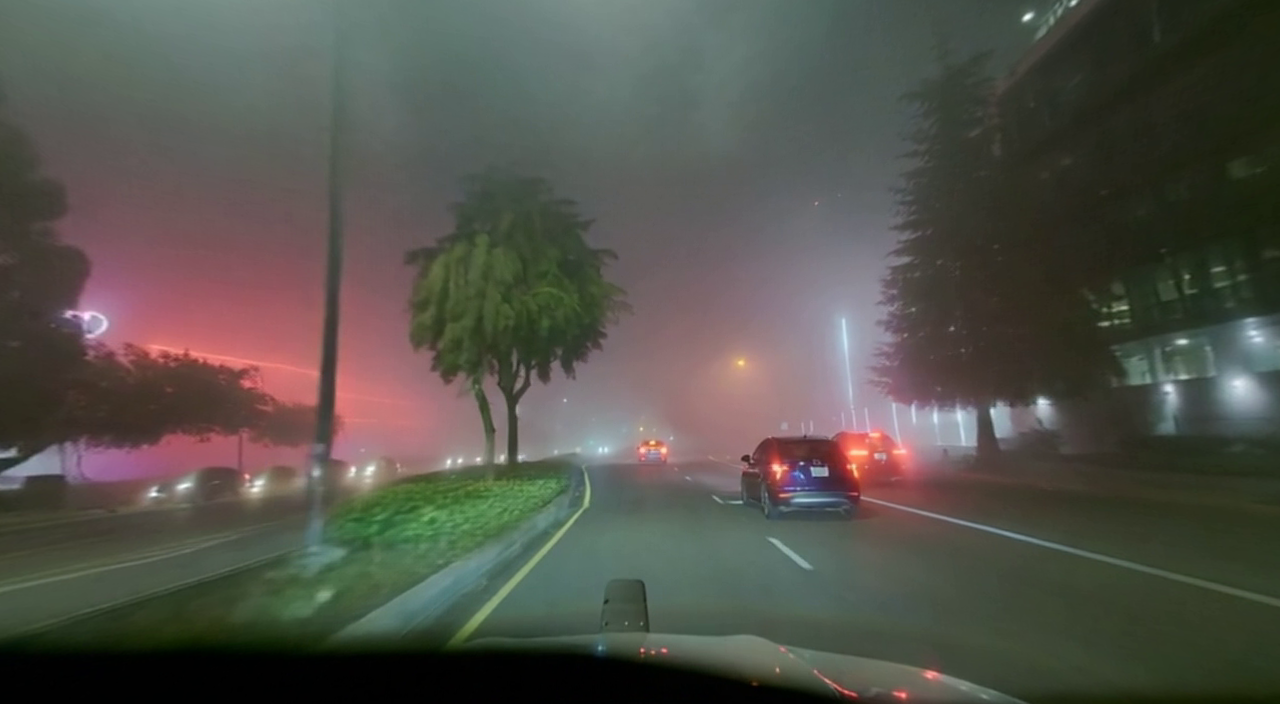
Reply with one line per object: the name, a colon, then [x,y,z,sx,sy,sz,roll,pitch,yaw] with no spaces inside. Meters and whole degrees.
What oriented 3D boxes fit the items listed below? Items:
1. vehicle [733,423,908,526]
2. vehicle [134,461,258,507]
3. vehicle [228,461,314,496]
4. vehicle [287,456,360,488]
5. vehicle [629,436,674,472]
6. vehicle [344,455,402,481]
vehicle: [3.167,2.262,12.249,1.931,1.591,4.708,0,-8,-1]
vehicle: [-18.565,5.515,26.664,1.853,1.614,4.514,-1,-8,2]
vehicle: [-18.547,6.347,31.938,1.786,1.523,4.309,0,-8,-1]
vehicle: [-18.637,7.067,37.319,2.049,1.678,4.376,0,-8,0]
vehicle: [0.504,5.096,31.608,2.125,1.669,3.880,0,-8,-1]
vehicle: [-18.465,8.018,43.797,1.956,1.647,4.643,0,-8,1]
